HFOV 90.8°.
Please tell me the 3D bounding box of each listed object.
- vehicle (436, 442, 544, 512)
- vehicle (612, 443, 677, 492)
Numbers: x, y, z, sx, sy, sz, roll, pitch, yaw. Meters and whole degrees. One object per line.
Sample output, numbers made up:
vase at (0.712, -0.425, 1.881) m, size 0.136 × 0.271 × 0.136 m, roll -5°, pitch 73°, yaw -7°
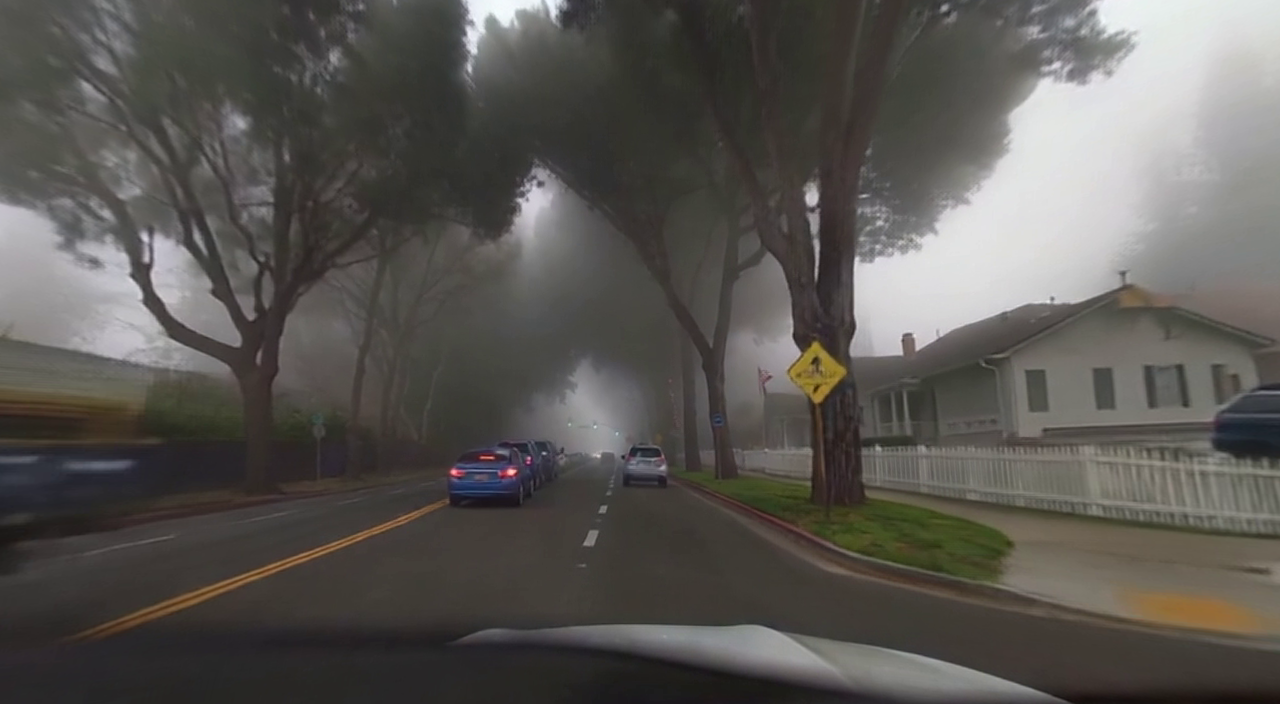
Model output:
vehicle at (-3.592, 3.082, 16.027) m, size 1.919 × 1.501 × 4.509 m, roll 1°, pitch -9°, yaw -4°
vehicle at (0.078, 4.412, 24.470) m, size 2.258 × 1.682 × 4.635 m, roll 1°, pitch -9°, yaw -2°
